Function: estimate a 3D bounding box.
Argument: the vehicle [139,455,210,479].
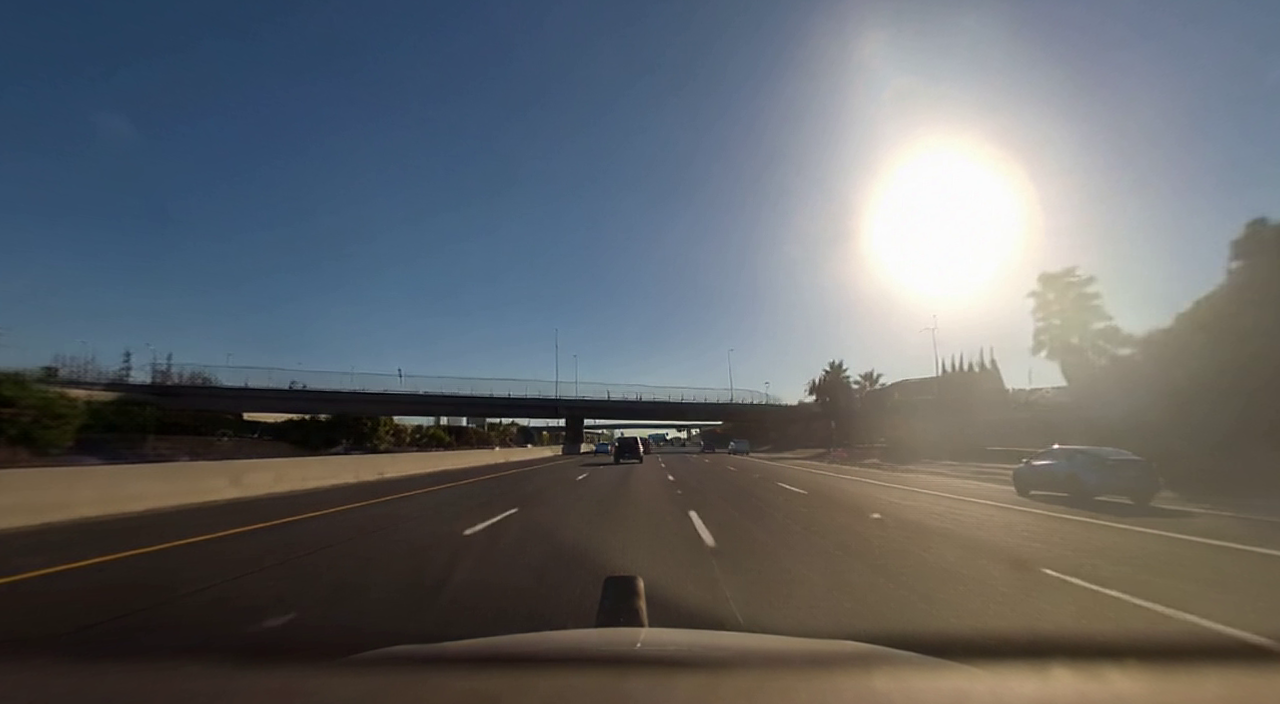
[{"bbox_3d":[-31.920,7.849,43.413,1.770,1.494,3.939,0,-9,1],"label":"vehicle"}]

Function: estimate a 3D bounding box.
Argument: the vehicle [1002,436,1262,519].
[{"bbox_3d":[9.960,2.546,13.392,1.900,1.432,4.519,0,-9,0],"label":"vehicle"}]

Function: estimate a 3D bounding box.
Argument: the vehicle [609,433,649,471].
[{"bbox_3d":[-0.494,5.157,32.702,1.893,1.827,4.513,0,-9,1],"label":"vehicle"}]
